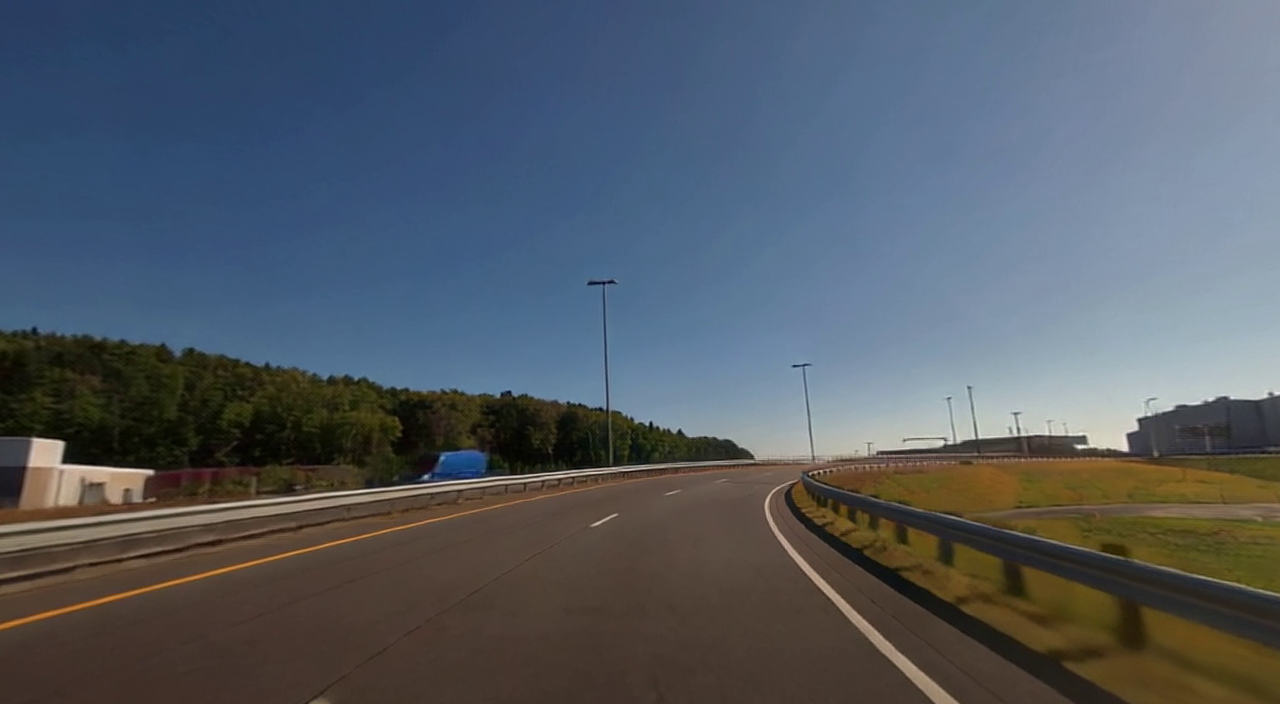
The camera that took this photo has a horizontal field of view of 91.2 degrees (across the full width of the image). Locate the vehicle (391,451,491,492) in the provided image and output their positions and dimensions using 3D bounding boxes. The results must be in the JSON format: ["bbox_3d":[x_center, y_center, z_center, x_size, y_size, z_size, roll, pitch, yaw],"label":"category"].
[{"bbox_3d":[-8.915,5.366,28.597,2.009,1.707,4.571,-3,-9,18],"label":"vehicle"}]
